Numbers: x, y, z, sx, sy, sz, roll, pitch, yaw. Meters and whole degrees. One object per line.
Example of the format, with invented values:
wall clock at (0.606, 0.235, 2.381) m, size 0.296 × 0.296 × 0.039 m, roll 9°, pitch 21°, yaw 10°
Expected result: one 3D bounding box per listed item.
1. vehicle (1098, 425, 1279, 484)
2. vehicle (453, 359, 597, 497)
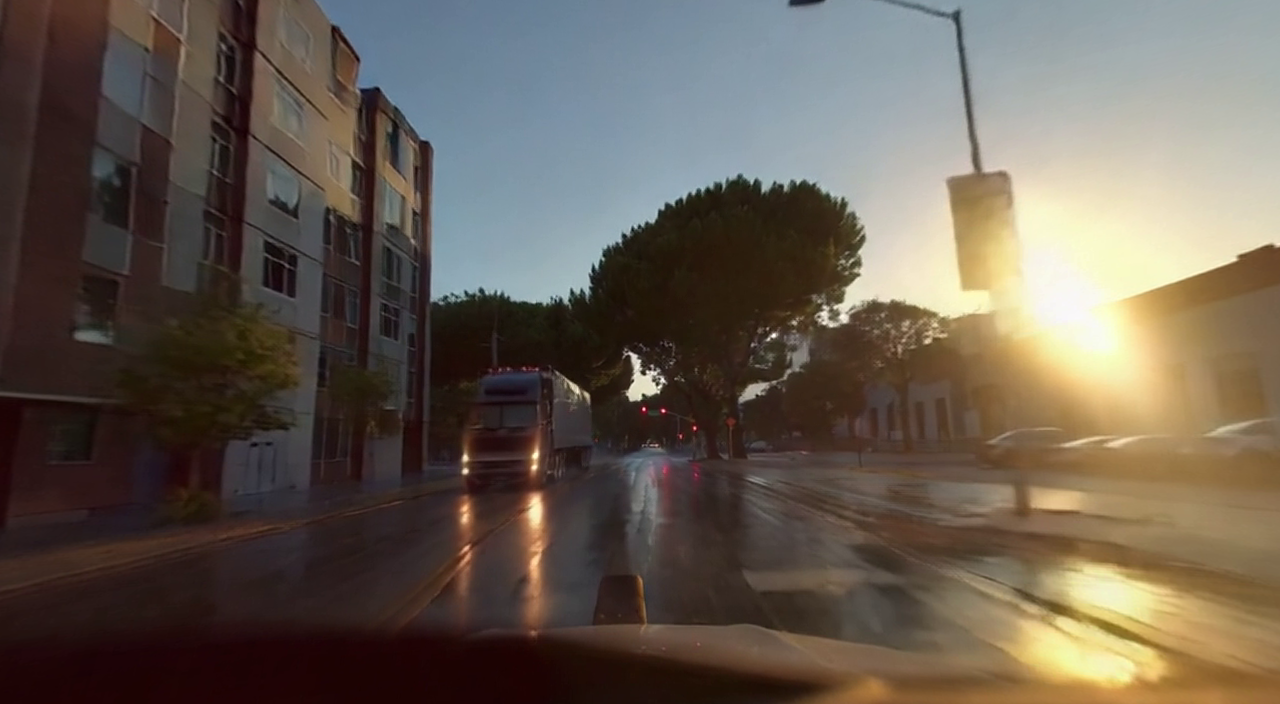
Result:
vehicle at (15.957, 2.931, 18.072) m, size 4.061 × 1.590 × 1.862 m, roll 0°, pitch -8°, yaw 1°
vehicle at (-4.162, 3.541, 27.730) m, size 3.160 × 4.343 × 15.392 m, roll 0°, pitch -9°, yaw 1°
